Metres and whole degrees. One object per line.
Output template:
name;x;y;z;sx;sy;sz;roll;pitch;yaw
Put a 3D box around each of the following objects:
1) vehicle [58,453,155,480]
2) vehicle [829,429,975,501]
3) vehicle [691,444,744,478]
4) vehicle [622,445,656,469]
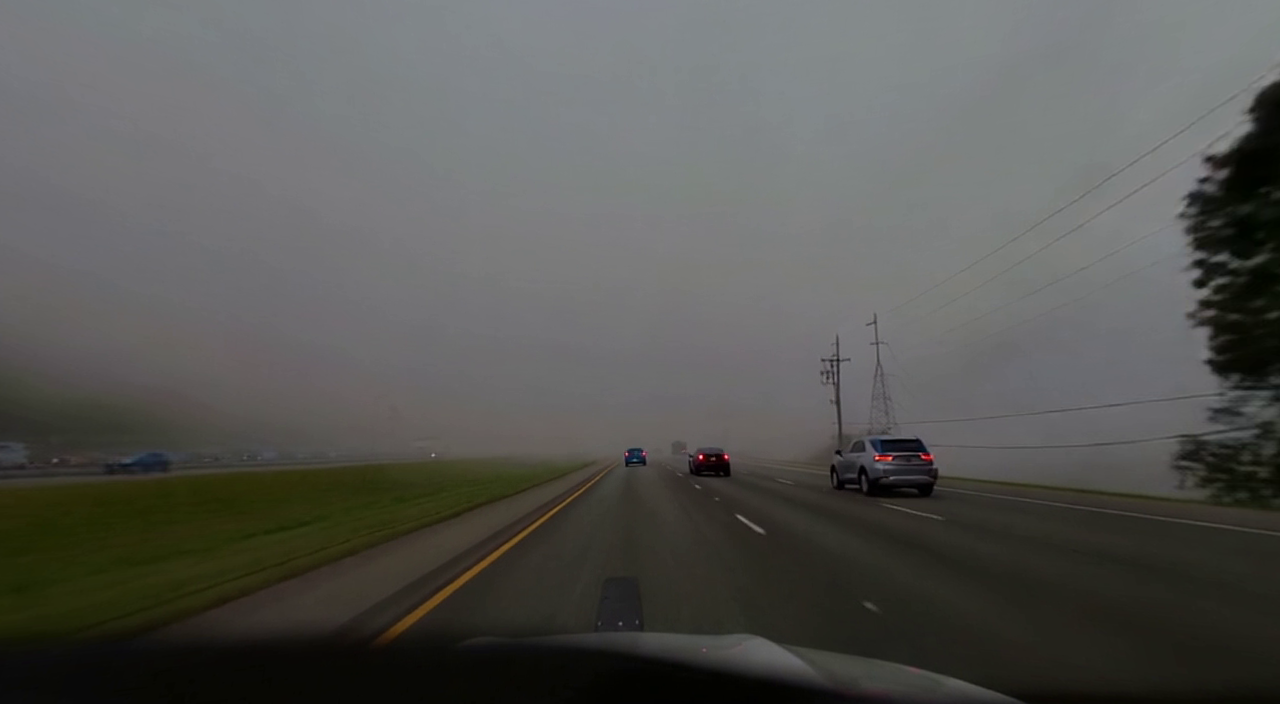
vehicle;-32.581;7.005;38.798;1.860;1.489;4.676;0;-9;0
vehicle;7.333;3.208;18.384;2.114;1.800;4.779;0;-9;-1
vehicle;3.655;5.222;30.580;1.978;1.488;4.252;0;-9;-1
vehicle;-0.094;6.755;40.732;2.085;1.449;3.860;0;-9;0
